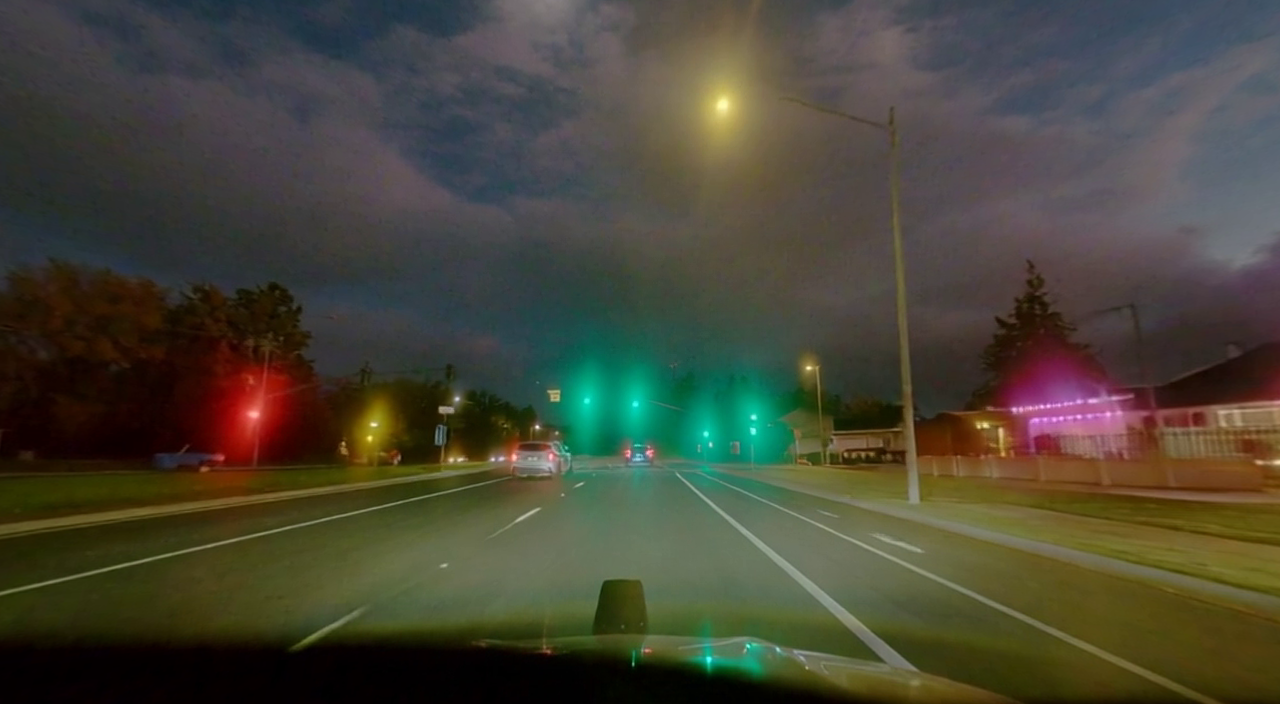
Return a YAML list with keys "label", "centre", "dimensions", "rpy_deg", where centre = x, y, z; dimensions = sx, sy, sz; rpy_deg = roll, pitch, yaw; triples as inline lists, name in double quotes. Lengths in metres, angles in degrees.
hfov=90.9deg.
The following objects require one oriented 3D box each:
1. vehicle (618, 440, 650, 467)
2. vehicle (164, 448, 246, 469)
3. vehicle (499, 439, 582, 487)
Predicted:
- label: "vehicle"
  centre: [-0.392, 7.068, 43.853]
  dimensions: [2.153, 1.764, 4.047]
  rpy_deg: [0, -8, 1]
- label: "vehicle"
  centre: [-33.336, 8.173, 48.379]
  dimensions: [4.812, 1.496, 1.988]
  rpy_deg: [0, -8, 2]
- label: "vehicle"
  centre: [-3.283, 3.783, 21.763]
  dimensions: [2.015, 1.470, 4.458]
  rpy_deg: [0, -8, 2]
